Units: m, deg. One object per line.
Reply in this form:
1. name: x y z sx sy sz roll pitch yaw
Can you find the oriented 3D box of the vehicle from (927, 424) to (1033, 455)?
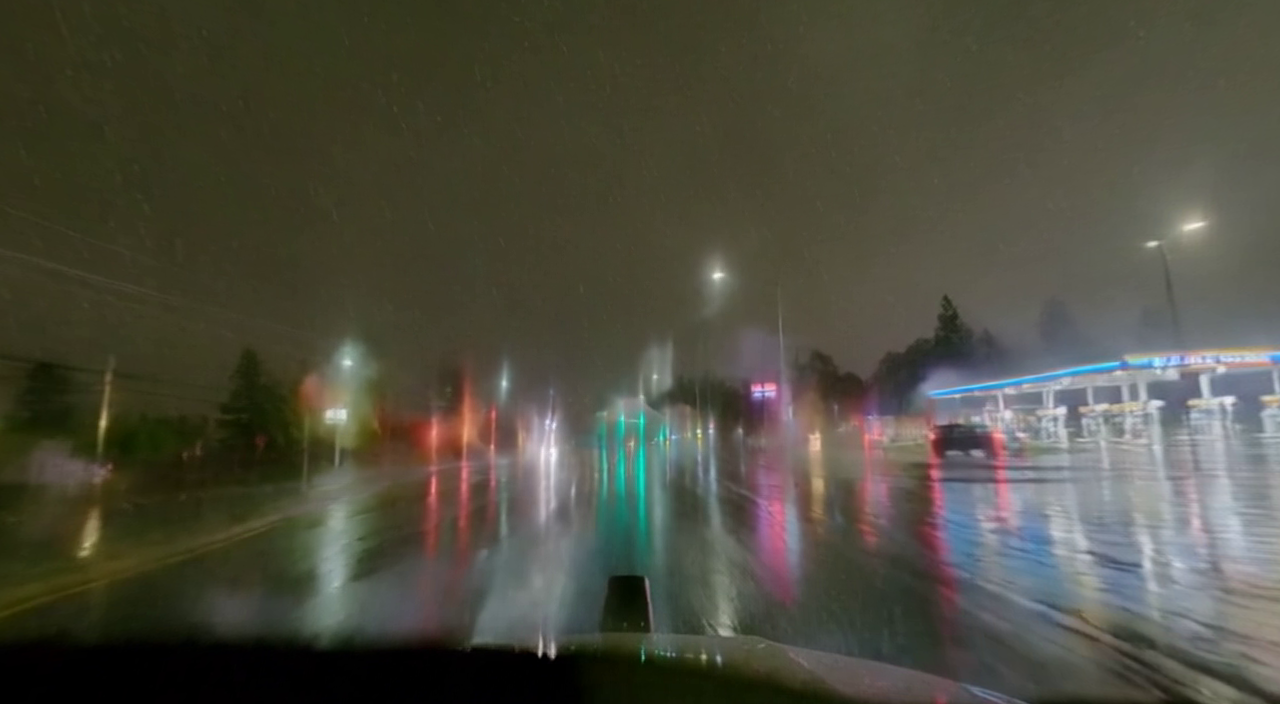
1. vehicle: 18.125 4.731 33.895 4.812 1.567 2.123 -4 -9 24
